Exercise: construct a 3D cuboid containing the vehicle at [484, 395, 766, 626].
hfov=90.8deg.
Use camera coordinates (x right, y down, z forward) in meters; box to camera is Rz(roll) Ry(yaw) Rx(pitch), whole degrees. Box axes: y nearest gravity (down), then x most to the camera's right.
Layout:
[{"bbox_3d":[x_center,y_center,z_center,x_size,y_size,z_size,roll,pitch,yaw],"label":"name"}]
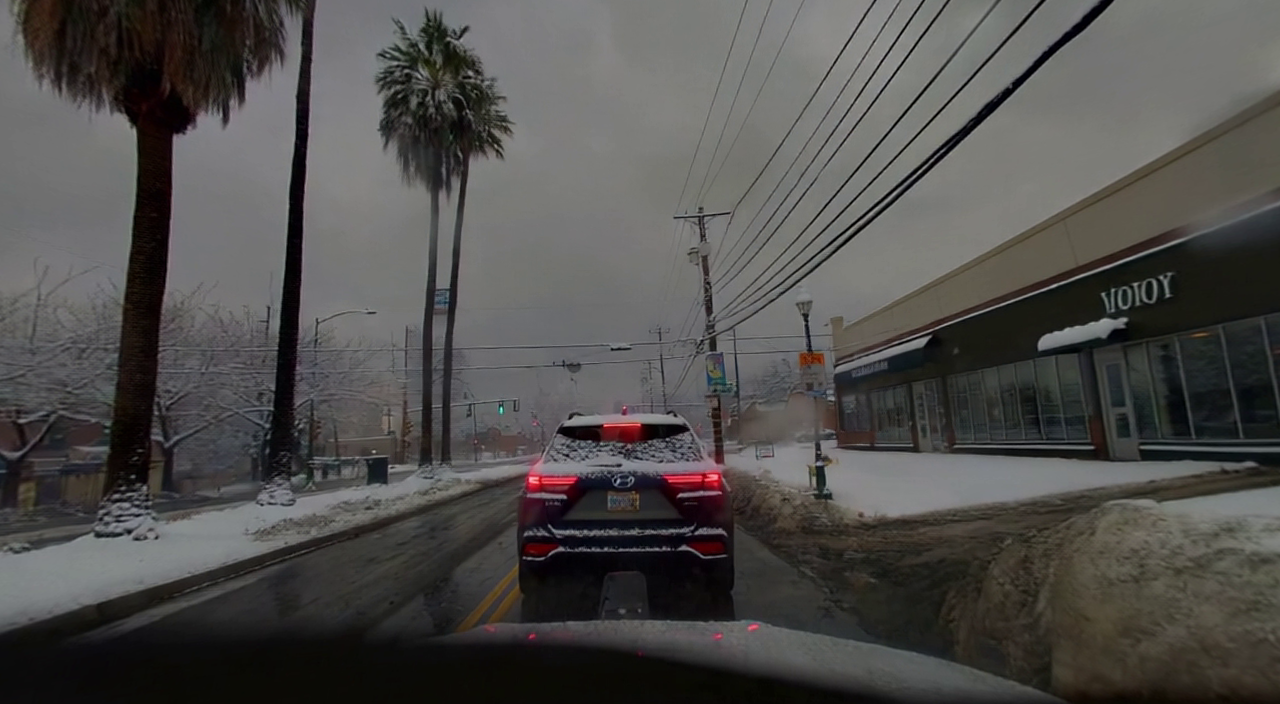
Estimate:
[{"bbox_3d":[-0.194,1.456,6.686,2.105,1.702,3.750,0,-8,-3],"label":"vehicle"}]
